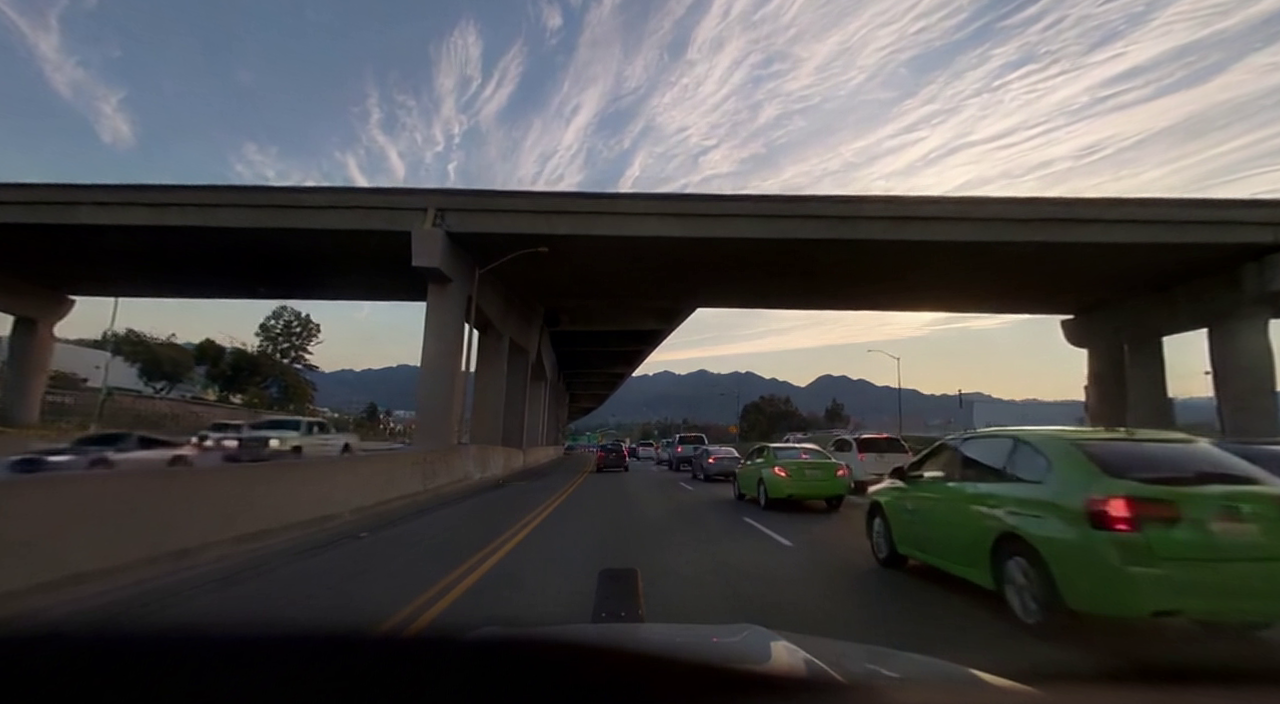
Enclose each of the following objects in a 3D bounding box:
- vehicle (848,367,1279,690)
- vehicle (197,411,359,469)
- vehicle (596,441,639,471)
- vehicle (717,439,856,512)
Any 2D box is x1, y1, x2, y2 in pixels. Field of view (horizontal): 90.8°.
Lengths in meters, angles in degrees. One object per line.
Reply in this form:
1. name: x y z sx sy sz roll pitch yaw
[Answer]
1. vehicle: 4.040 1.322 6.027 2.276 1.739 5.040 0 -8 -2
2. vehicle: -12.143 3.068 21.874 2.244 1.735 5.873 0 -8 -1
3. vehicle: -1.229 5.739 35.094 2.266 1.549 3.978 0 -8 -2
4. vehicle: 3.258 2.848 15.176 2.074 1.455 4.646 0 -8 -2
